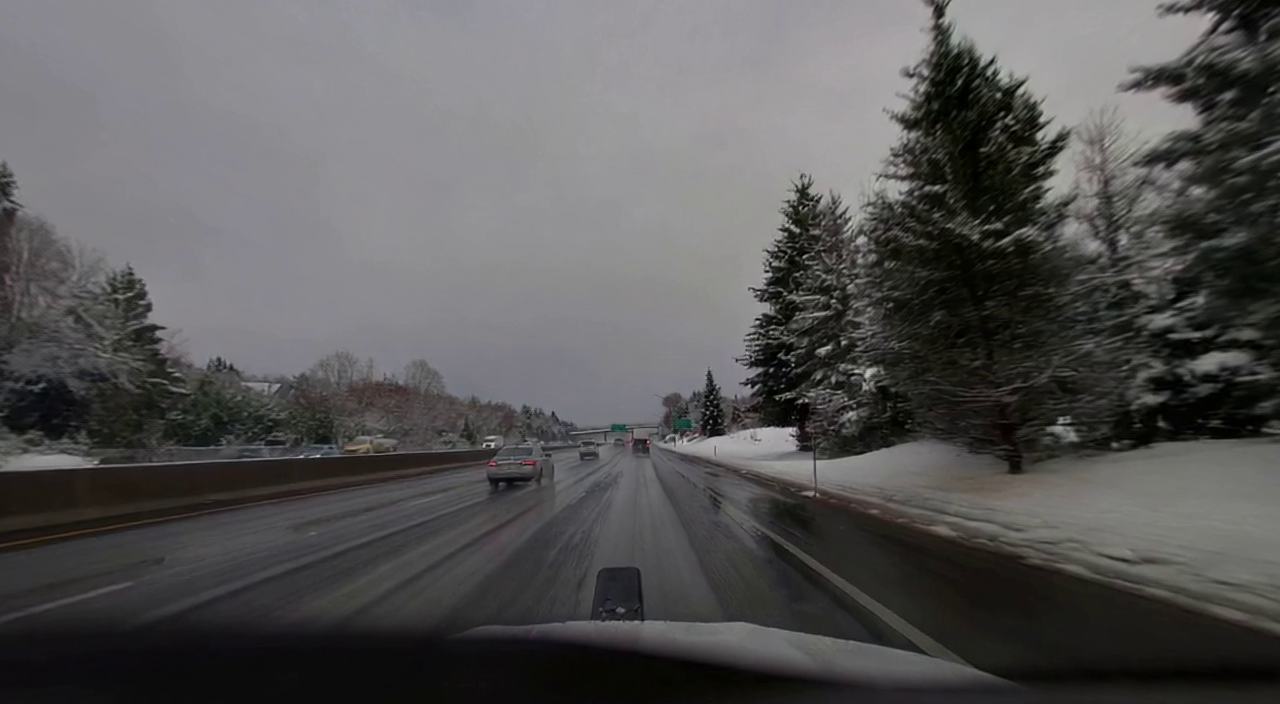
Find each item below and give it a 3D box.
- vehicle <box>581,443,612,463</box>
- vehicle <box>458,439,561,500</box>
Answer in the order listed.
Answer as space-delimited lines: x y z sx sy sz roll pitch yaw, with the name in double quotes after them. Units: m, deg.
-3.287 7.772 48.681 2.086 1.460 4.301 0 -9 0 "vehicle"
-3.413 3.146 17.360 1.920 1.463 4.134 0 -9 0 "vehicle"
